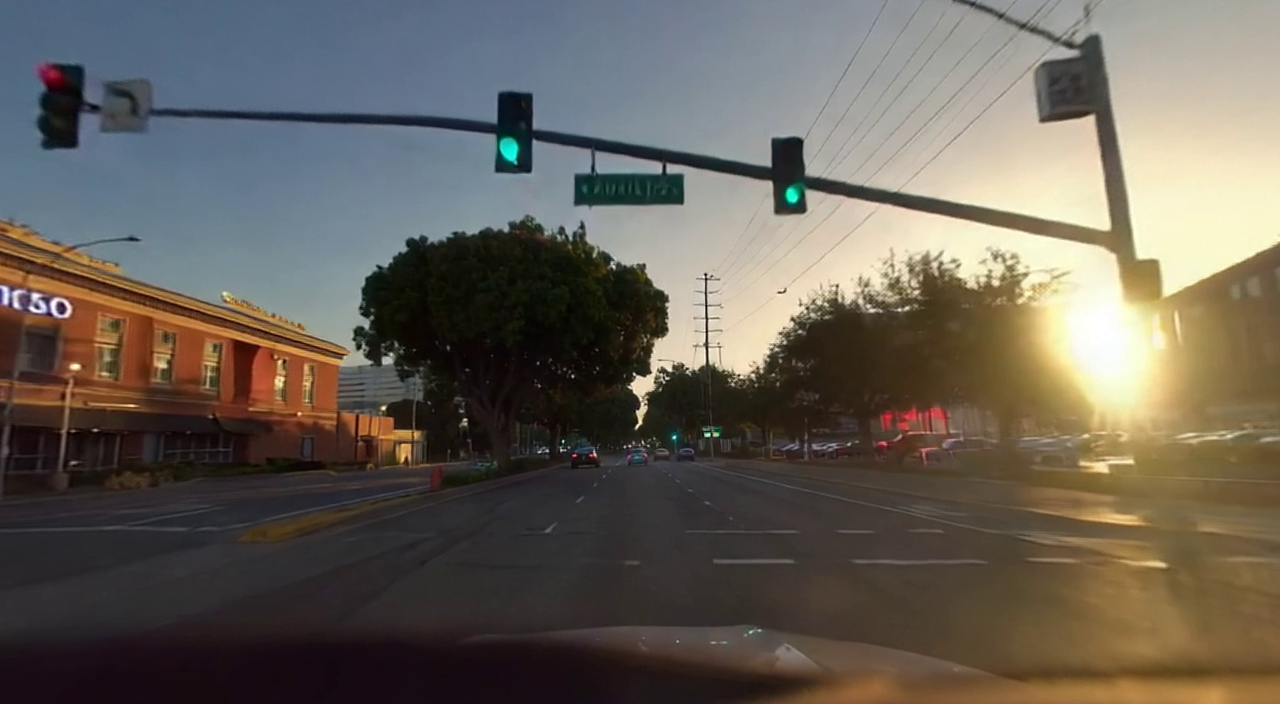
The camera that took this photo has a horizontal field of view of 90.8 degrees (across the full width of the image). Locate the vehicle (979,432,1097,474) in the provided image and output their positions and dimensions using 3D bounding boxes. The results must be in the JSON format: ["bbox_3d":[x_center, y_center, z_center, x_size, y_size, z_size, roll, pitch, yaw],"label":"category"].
[{"bbox_3d":[16.319,4.095,25.870,4.673,1.555,2.010,5,-10,-30],"label":"vehicle"}]

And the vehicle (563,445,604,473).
[{"bbox_3d":[-3.351,6.445,38.402,2.035,1.564,4.702,0,-8,0],"label":"vehicle"}]

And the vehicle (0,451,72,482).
[{"bbox_3d":[-33.555,6.064,33.603,4.544,1.515,2.218,-1,-8,3],"label":"vehicle"}]

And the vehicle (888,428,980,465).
[{"bbox_3d":[16.568,5.311,35.581,5.004,1.893,2.228,5,-10,-32],"label":"vehicle"}]

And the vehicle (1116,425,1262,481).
[{"bbox_3d":[17.123,3.122,19.654,4.759,1.476,1.911,3,-12,-32],"label":"vehicle"}]
